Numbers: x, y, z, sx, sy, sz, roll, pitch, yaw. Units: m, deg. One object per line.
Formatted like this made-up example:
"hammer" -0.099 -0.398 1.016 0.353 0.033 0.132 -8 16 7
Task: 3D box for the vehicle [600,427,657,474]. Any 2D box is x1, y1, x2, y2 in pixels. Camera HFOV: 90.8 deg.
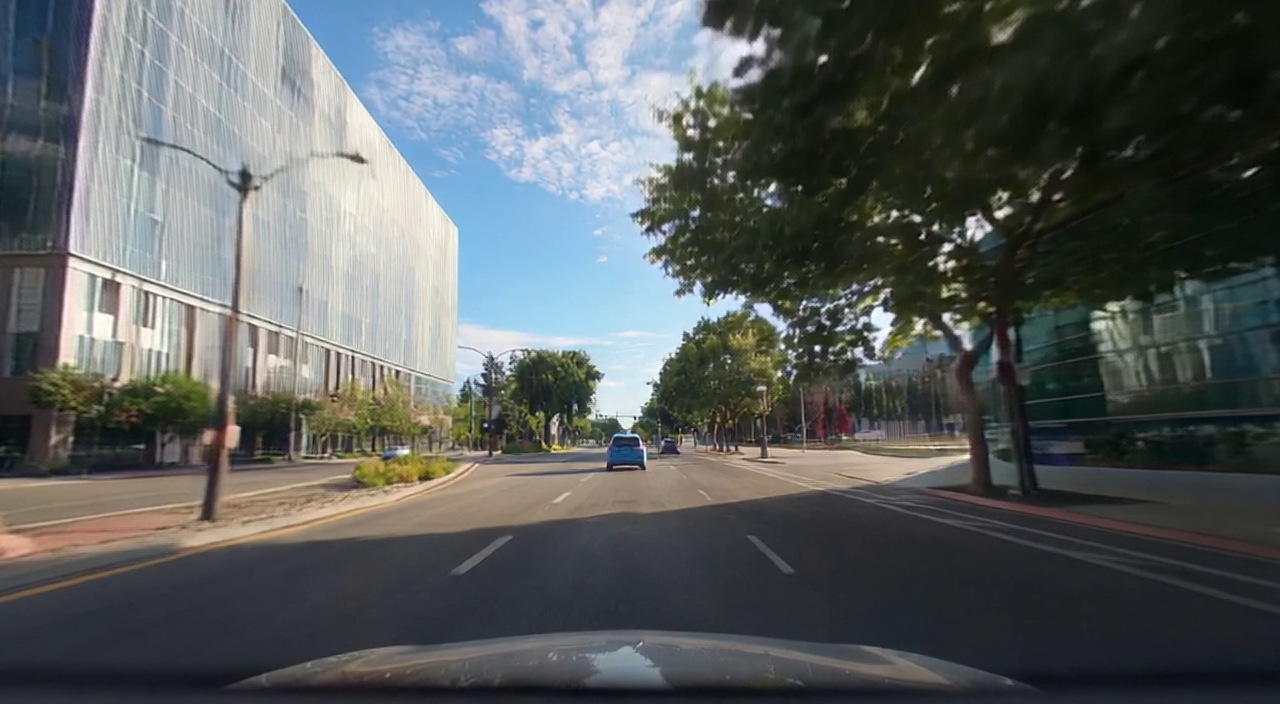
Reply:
"vehicle" -0.468 4.304 27.684 2.313 1.860 4.319 0 -8 0
